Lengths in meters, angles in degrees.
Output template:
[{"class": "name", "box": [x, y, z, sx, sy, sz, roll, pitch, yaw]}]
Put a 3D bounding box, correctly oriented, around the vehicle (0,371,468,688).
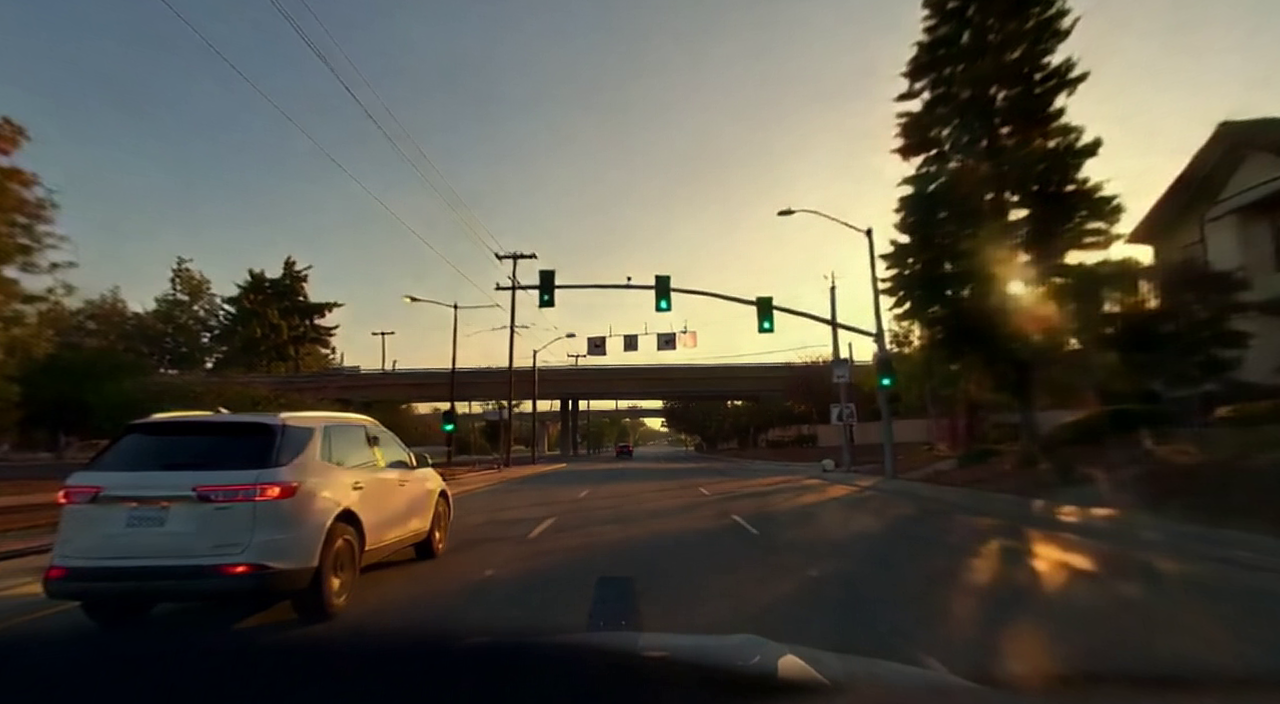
[{"class": "vehicle", "box": [-3.112, 1.275, 5.624, 1.882, 1.704, 4.335, 0, -9, 0]}]
